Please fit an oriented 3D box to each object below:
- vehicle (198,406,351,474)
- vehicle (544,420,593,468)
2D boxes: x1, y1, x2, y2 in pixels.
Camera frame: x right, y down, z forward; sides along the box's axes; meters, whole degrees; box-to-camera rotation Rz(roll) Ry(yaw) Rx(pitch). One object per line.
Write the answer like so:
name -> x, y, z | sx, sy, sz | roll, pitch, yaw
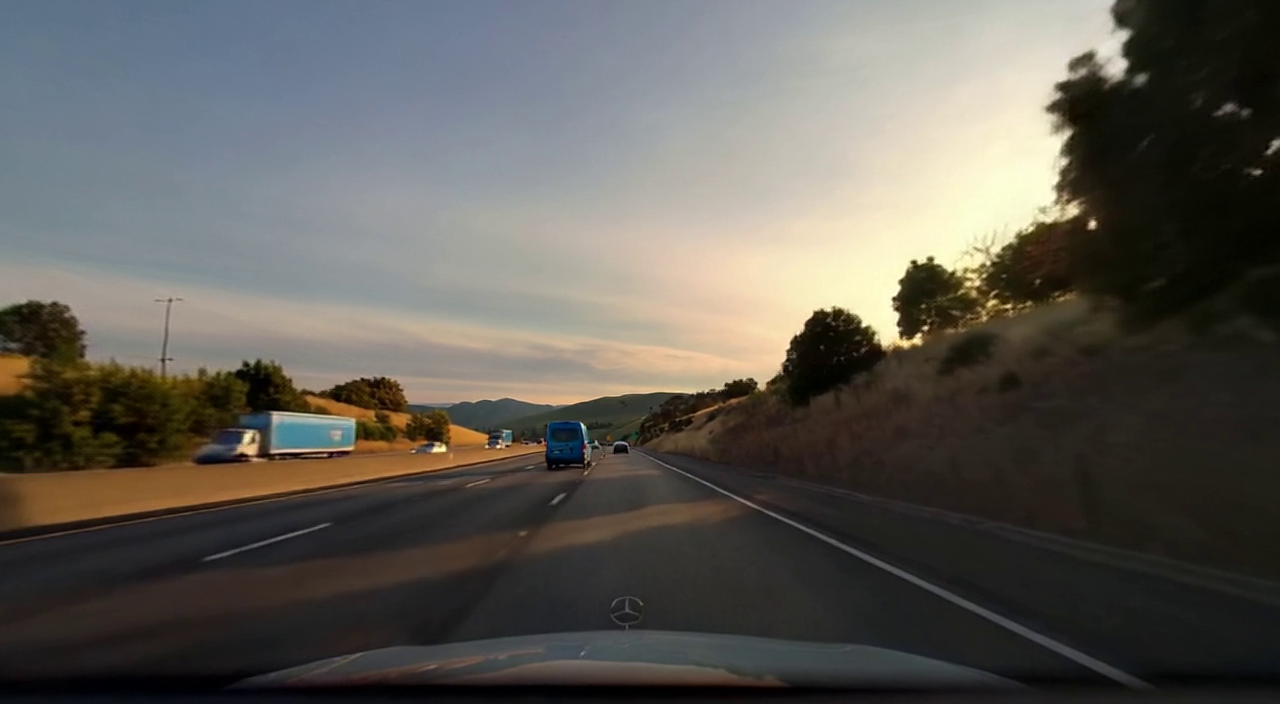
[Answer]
vehicle -> -24.509, 6.174, 43.683 | 2.889, 3.936, 14.025 | 0, -8, -3
vehicle -> -4.016, 5.262, 36.066 | 2.329, 2.483, 5.428 | 0, -8, -2
